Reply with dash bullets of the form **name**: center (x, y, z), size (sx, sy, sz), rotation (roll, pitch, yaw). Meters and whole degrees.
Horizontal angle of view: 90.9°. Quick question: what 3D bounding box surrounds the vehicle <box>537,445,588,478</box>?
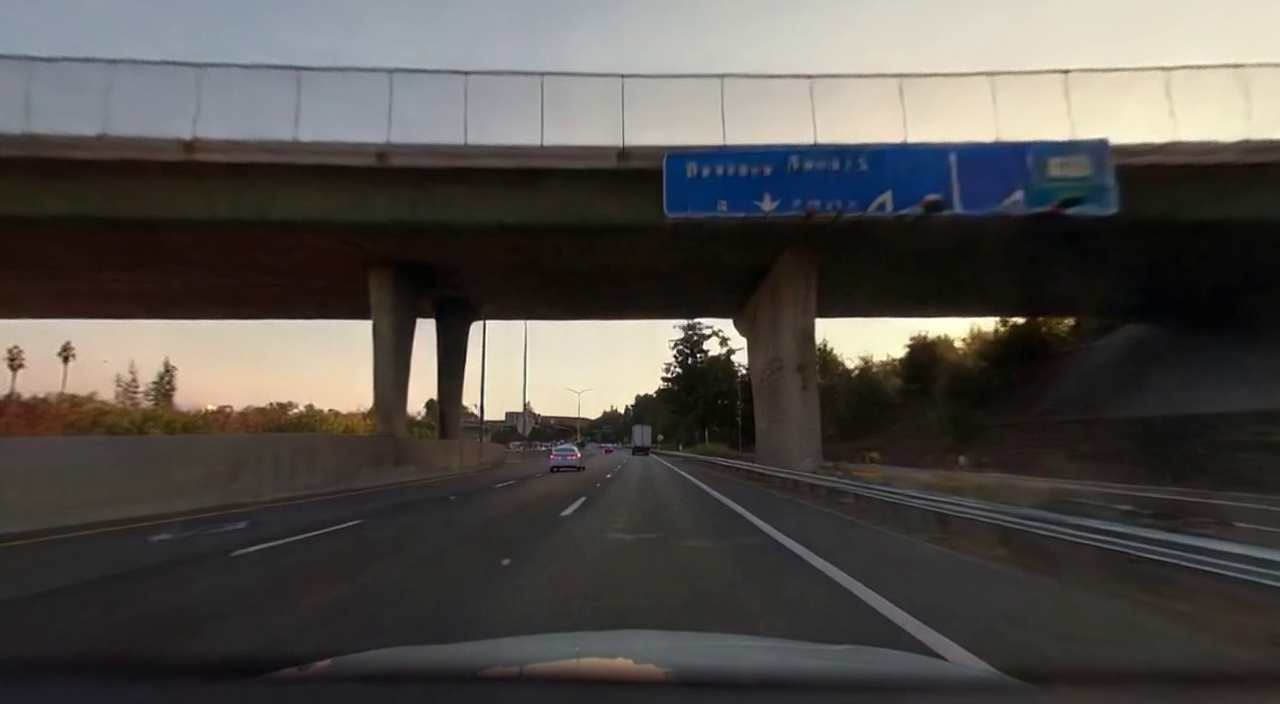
- **vehicle**: center (-3.863, 5.544, 32.177), size (2.070, 1.564, 4.145), rotation (0, -9, 0)
